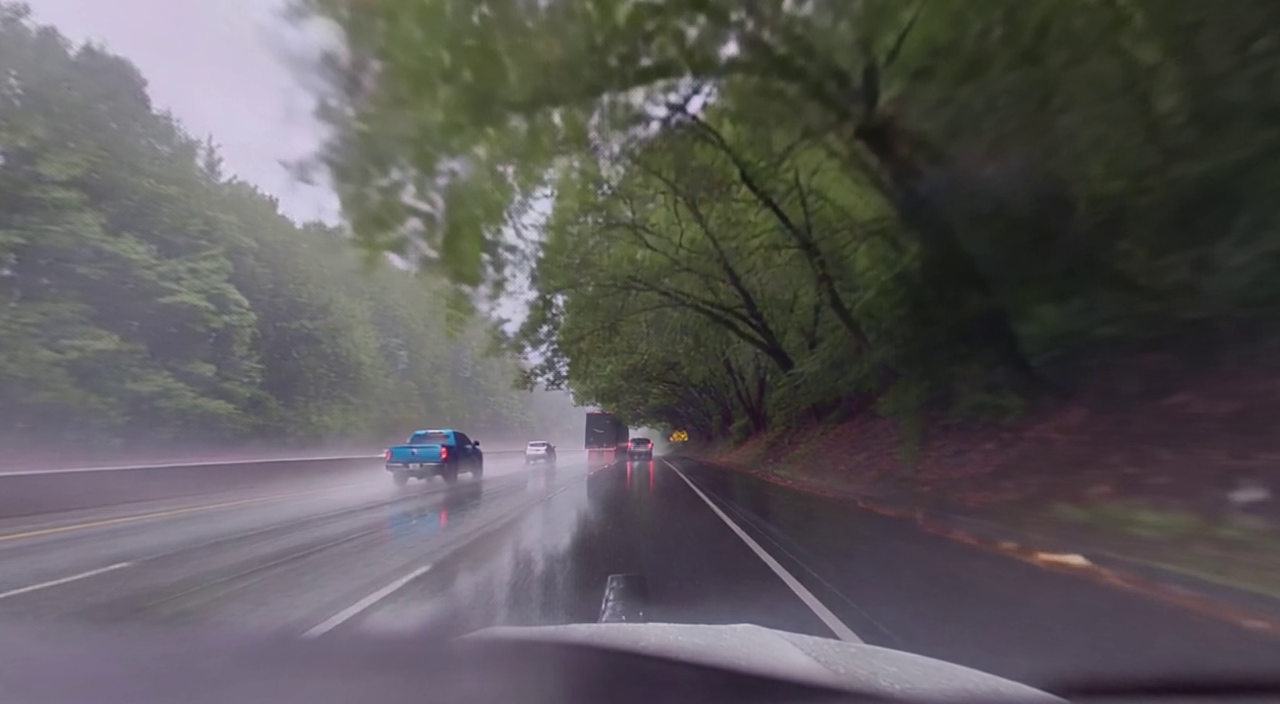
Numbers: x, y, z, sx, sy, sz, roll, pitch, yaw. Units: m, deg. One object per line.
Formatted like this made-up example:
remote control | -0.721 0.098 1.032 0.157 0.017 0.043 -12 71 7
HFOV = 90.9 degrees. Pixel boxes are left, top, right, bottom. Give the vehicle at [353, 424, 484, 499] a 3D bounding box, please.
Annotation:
vehicle | -6.193 3.107 18.346 2.149 1.884 4.627 0 -8 -1

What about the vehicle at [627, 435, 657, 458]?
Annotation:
vehicle | 0.134 7.072 47.044 2.072 1.630 4.529 0 -8 0

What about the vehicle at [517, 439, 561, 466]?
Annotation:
vehicle | -7.262 7.291 45.978 2.258 1.785 5.318 0 -8 1
